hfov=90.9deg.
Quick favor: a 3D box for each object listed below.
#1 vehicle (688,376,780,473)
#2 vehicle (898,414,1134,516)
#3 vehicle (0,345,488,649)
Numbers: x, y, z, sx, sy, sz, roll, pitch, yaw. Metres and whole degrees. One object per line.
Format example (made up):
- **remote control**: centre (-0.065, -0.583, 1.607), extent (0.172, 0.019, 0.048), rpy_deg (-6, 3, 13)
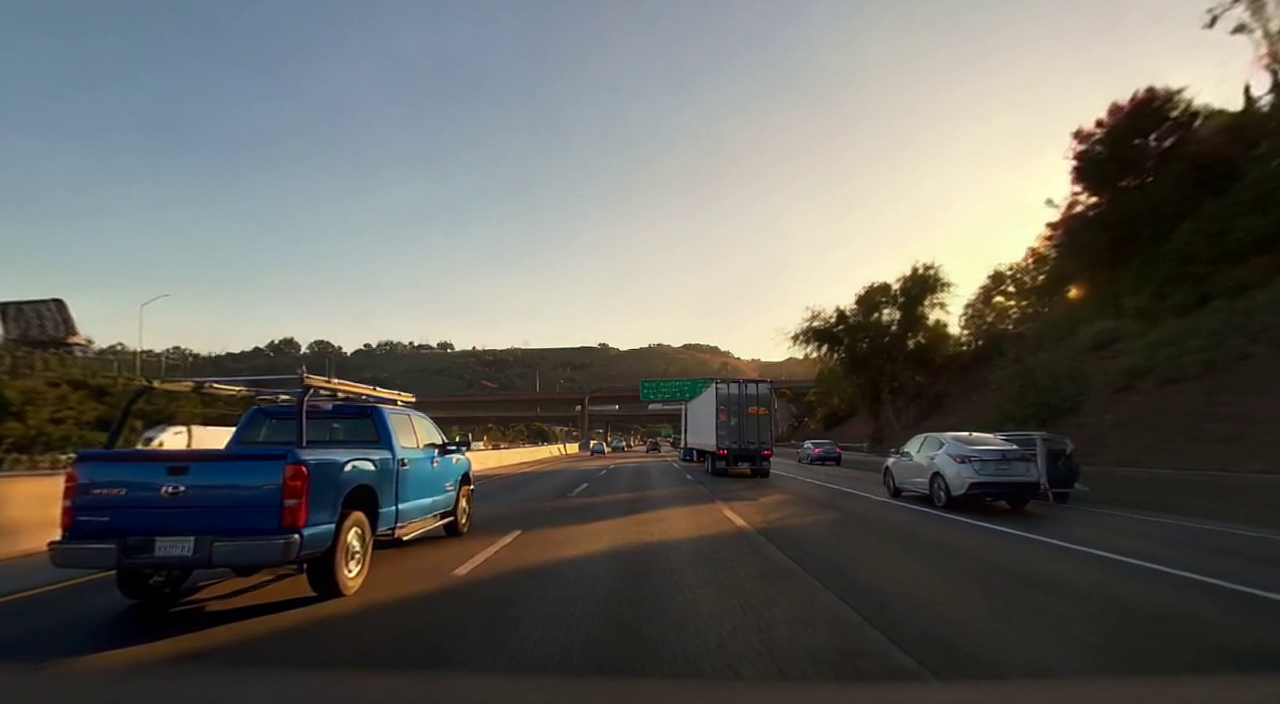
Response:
- **vehicle**: centre (4.422, 3.949, 32.907), extent (2.885, 4.036, 12.891), rpy_deg (0, -8, 1)
- **vehicle**: centre (7.342, 2.266, 13.059), extent (1.999, 1.700, 4.640), rpy_deg (0, -8, 0)
- **vehicle**: centre (-3.920, 1.439, 7.496), extent (2.599, 2.054, 6.288), rpy_deg (0, -8, 1)
